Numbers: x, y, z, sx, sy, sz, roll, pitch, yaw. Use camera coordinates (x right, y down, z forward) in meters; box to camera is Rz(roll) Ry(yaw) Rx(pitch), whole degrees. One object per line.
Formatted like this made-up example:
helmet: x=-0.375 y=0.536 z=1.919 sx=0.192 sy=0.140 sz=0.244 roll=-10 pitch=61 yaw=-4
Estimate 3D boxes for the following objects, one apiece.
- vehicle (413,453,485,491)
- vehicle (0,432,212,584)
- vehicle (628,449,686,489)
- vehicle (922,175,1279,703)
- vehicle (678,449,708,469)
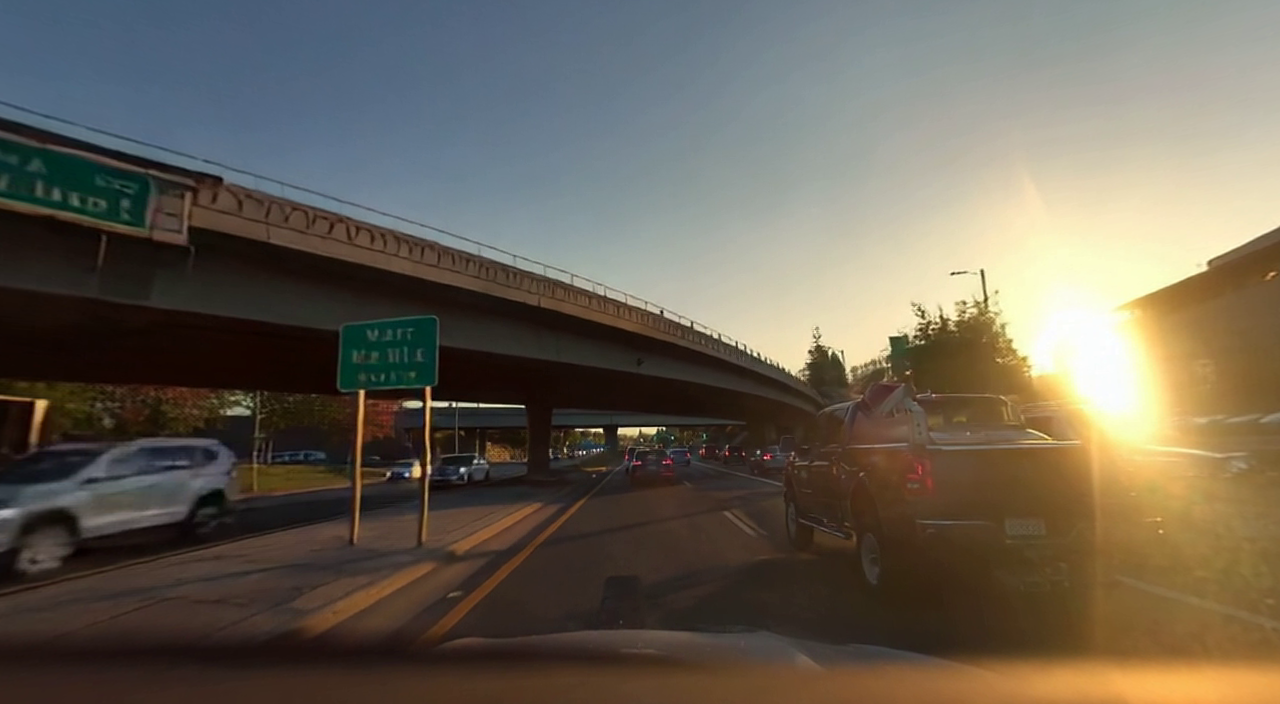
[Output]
vehicle: x=-8.282 y=5.196 z=27.751 sx=1.858 sy=1.494 sz=4.034 roll=0 pitch=-8 yaw=1
vehicle: x=-8.593 y=2.022 z=8.672 sx=2.165 sy=1.764 sz=4.671 roll=0 pitch=-8 yaw=-1
vehicle: x=0.592 y=4.412 z=24.115 sx=2.027 sy=1.341 sz=3.775 roll=0 pitch=-8 yaw=0
vehicle: x=3.477 y=0.591 z=2.300 sx=2.588 sy=2.321 sz=4.927 roll=0 pitch=-8 yaw=0
vehicle: x=3.928 y=8.026 z=47.645 sx=1.962 sy=1.431 sz=4.205 roll=0 pitch=-8 yaw=0
